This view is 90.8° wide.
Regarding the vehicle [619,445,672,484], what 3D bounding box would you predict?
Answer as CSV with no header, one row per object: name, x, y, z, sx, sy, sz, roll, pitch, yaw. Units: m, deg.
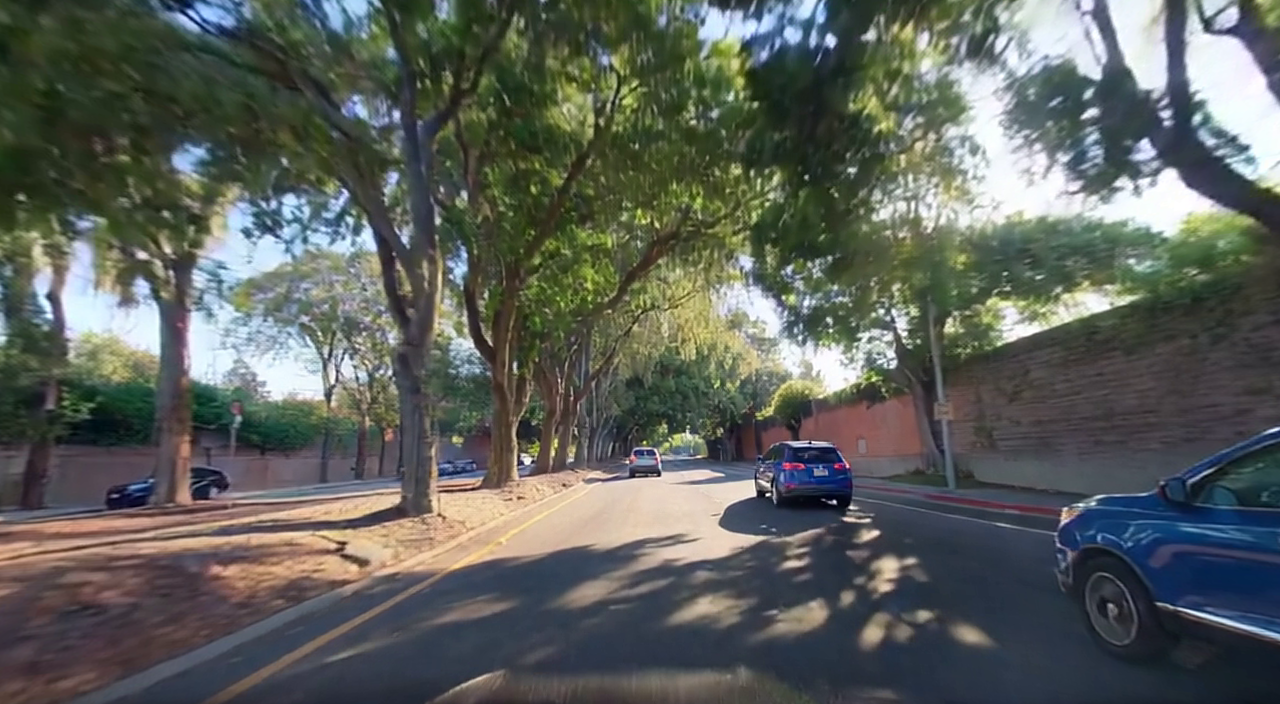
vehicle,0.272,5.364,30.510,2.391,1.739,3.837,0,-8,1

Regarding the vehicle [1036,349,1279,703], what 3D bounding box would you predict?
vehicle,4.073,0.736,1.918,2.470,1.751,5.015,0,-8,0

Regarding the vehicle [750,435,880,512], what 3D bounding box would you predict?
vehicle,4.492,3.177,17.054,2.155,1.752,4.456,0,-9,-1

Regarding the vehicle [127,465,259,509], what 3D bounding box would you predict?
vehicle,-17.724,5.343,25.373,1.901,1.467,4.589,0,-8,0

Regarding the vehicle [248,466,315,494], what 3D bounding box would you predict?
vehicle,-21.268,7.594,37.696,1.752,1.464,3.975,0,-9,-2
